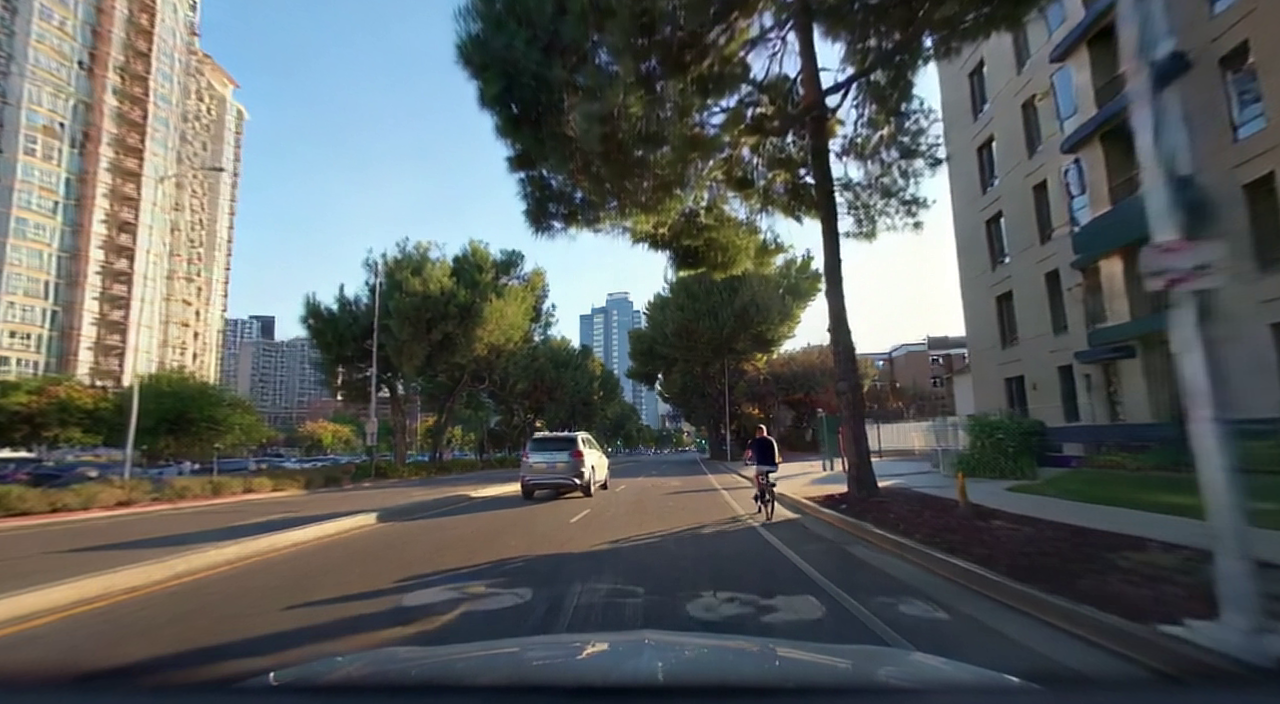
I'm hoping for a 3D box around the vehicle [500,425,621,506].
[{"bbox_3d":[-1.937,3.071,17.314,2.294,1.859,5.127,-1,-9,4],"label":"vehicle"}]
